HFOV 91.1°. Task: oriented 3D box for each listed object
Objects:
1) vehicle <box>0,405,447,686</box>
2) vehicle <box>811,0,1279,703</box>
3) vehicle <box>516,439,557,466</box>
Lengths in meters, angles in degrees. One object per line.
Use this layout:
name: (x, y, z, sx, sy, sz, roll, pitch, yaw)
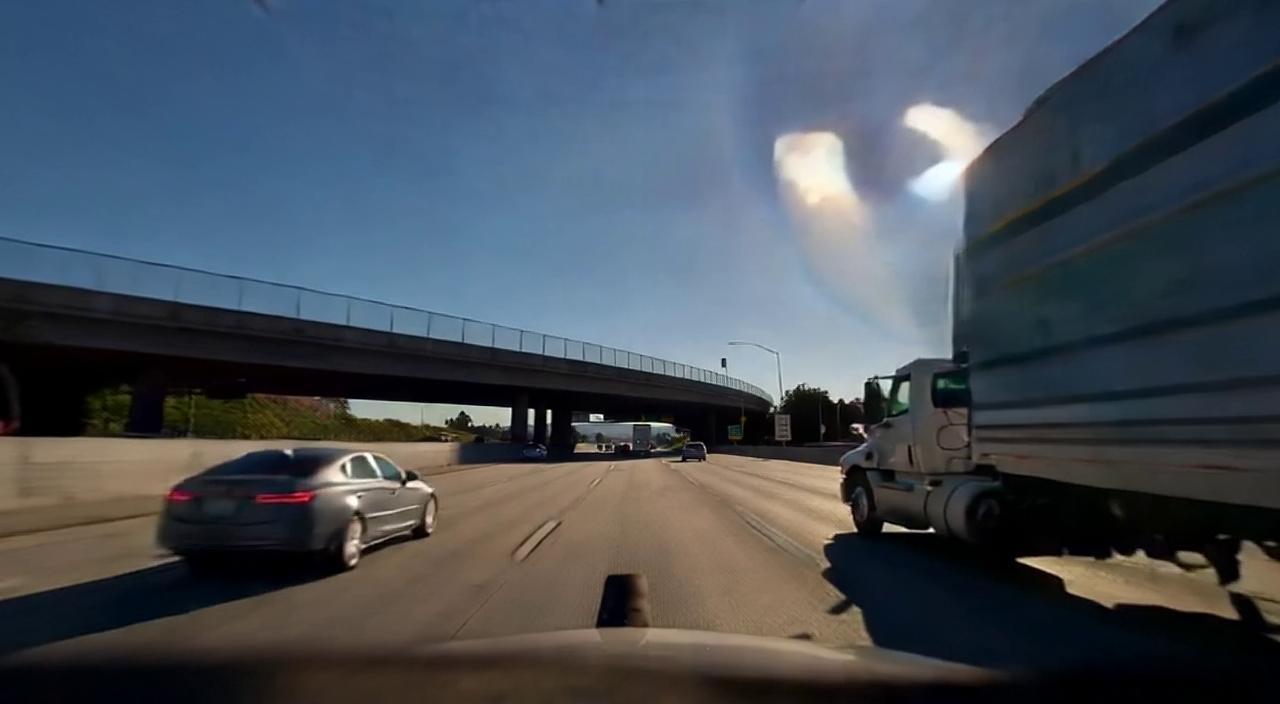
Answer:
vehicle: (-3.728, 1.433, 5.984, 2.143, 1.529, 4.918, 0, -9, 1)
vehicle: (3.773, 0.091, 2.824, 3.049, 3.395, 10.595, 0, -9, 0)
vehicle: (-6.890, 6.731, 42.233, 1.980, 1.666, 4.562, 0, -9, 1)
